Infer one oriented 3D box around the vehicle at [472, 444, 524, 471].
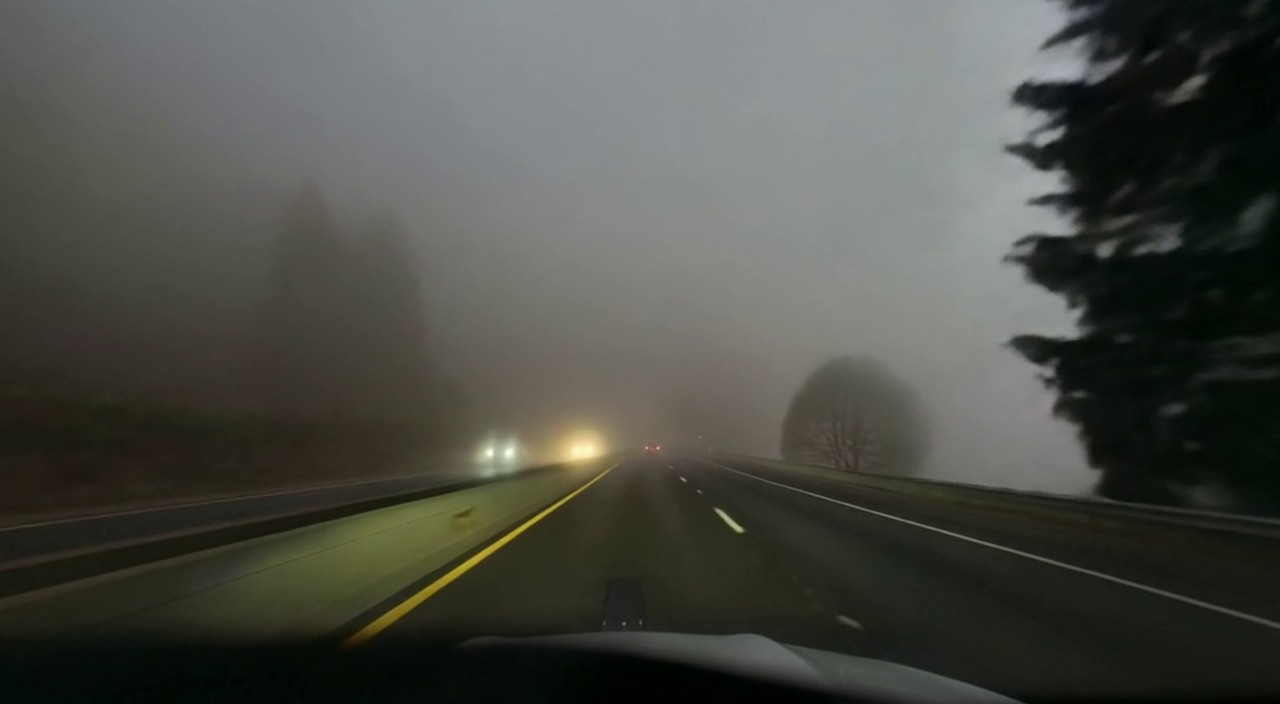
[{"bbox_3d":[-8.645,6.444,38.740,2.040,1.491,4.606,0,-9,1],"label":"vehicle"}]
